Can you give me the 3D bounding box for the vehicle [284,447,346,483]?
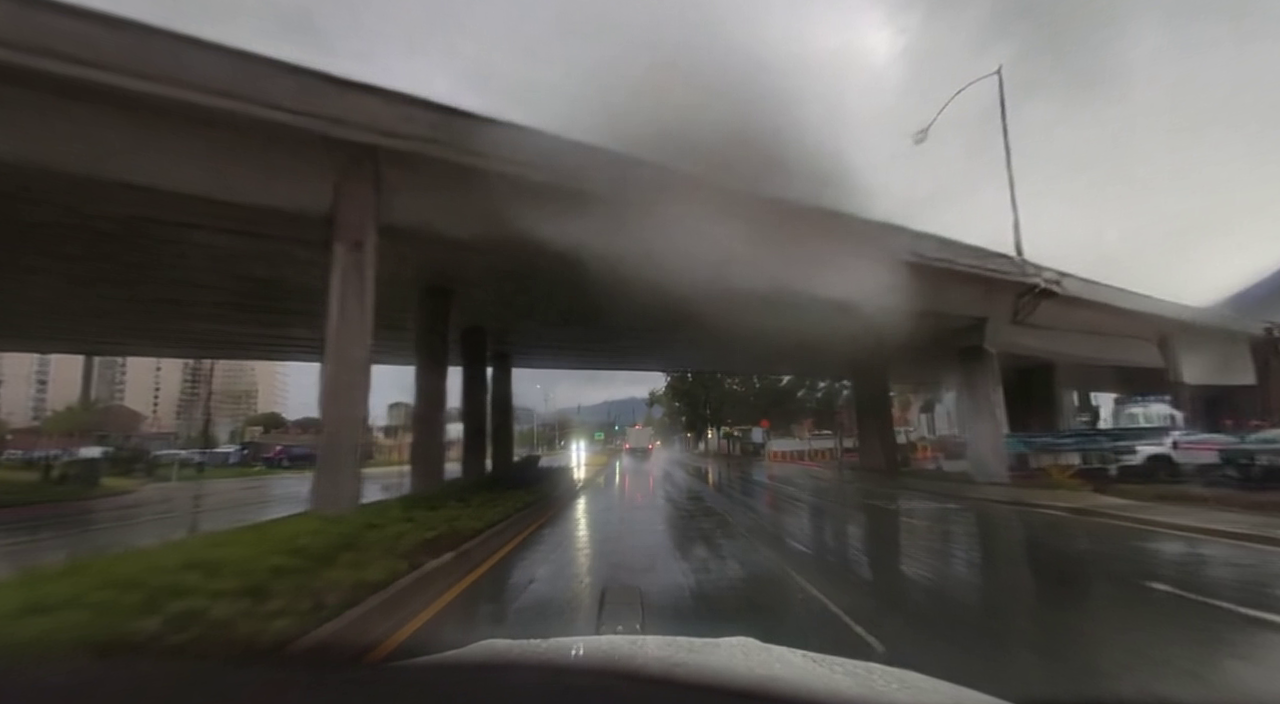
[{"bbox_3d":[-17.556,5.995,34.036,2.613,1.746,6.093,4,-10,-28],"label":"vehicle"}]
